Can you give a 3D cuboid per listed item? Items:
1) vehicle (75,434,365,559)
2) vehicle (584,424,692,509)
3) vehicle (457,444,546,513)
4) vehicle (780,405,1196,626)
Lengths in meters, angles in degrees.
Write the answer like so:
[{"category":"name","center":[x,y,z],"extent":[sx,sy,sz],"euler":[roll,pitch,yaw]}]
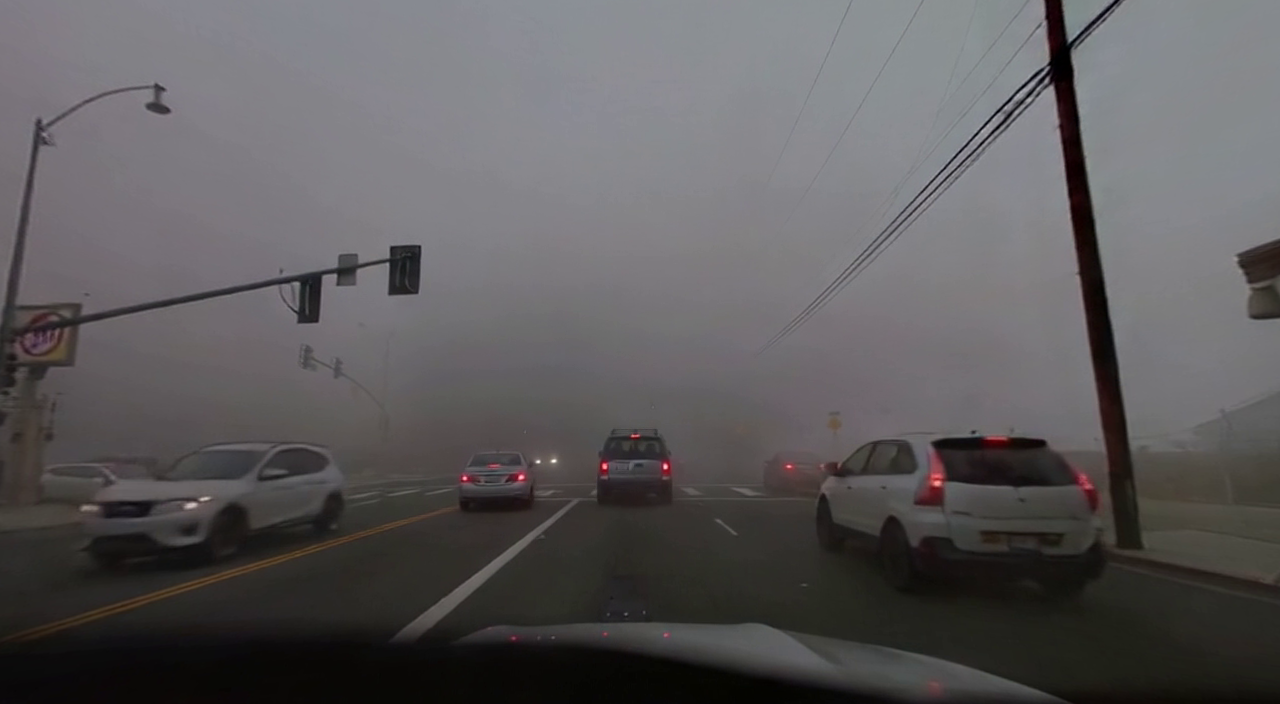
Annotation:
[{"category":"vehicle","center":[-6.938,2.371,11.207],"extent":[2.121,1.746,4.402],"euler":[0,-8,0]},{"category":"vehicle","center":[-0.076,3.207,18.215],"extent":[2.638,2.065,5.313],"euler":[0,-8,0]},{"category":"vehicle","center":[-3.638,3.262,16.912],"extent":[1.975,1.570,4.456],"euler":[1,-8,-11]},{"category":"vehicle","center":[3.363,1.665,7.527],"extent":[2.276,1.787,4.630],"euler":[0,-8,0]}]
